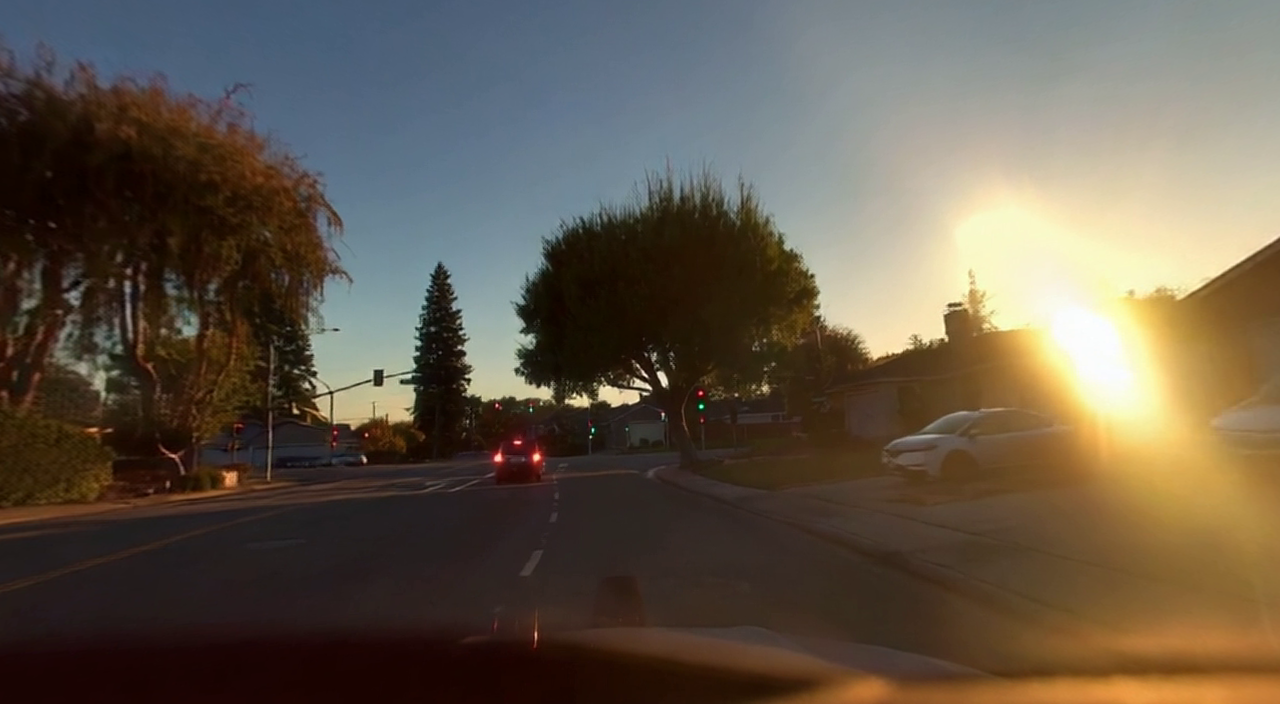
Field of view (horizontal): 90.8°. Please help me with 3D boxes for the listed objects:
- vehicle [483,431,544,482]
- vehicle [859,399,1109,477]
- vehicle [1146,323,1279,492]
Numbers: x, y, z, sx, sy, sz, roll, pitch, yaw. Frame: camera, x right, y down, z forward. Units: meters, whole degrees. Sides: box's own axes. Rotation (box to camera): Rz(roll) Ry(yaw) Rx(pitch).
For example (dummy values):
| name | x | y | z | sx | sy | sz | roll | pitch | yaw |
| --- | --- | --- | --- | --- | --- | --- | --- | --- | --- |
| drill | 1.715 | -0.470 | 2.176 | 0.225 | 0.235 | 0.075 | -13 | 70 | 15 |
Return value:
| name | x | y | z | sx | sy | sz | roll | pitch | yaw |
| --- | --- | --- | --- | --- | --- | --- | --- | --- | --- |
| vehicle | -4.934 | 4.142 | 25.237 | 2.041 | 1.834 | 4.679 | 1 | -9 | -7 |
| vehicle | 7.738 | 1.981 | 14.494 | 4.663 | 1.618 | 1.962 | 1 | -9 | -7 |
| vehicle | 9.178 | 0.738 | 7.895 | 4.542 | 1.857 | 2.021 | 2 | -9 | -16 |
